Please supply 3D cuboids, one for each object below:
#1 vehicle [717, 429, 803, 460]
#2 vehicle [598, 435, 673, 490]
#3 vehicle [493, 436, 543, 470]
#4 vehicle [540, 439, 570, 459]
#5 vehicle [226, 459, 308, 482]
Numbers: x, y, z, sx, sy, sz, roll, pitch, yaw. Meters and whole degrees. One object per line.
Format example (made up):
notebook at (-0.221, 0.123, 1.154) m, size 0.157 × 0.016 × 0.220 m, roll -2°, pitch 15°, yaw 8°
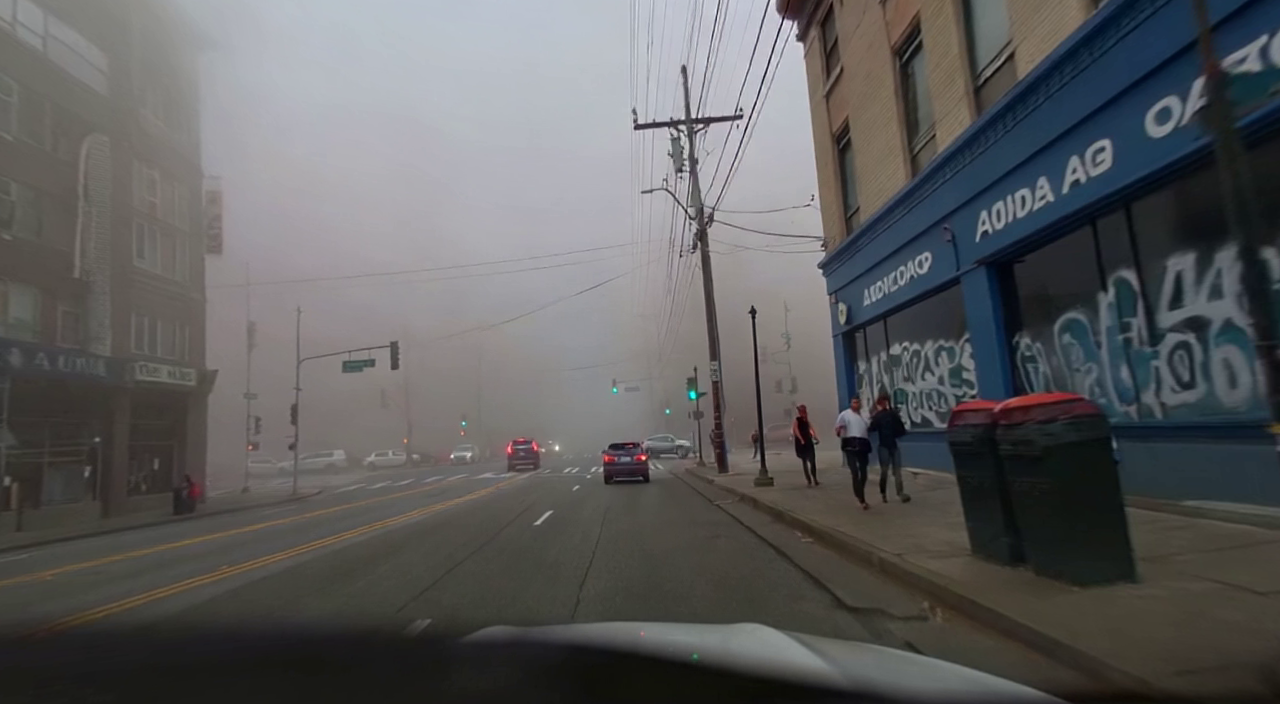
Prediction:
vehicle at (7.230, 5.575, 38.270) m, size 4.714 × 1.686 × 1.973 m, roll 0°, pitch -5°, yaw -6°
vehicle at (-0.201, 3.380, 19.660) m, size 2.059 × 1.497 × 4.260 m, roll 0°, pitch -8°, yaw -2°
vehicle at (-6.709, 5.614, 35.298) m, size 2.063 × 1.751 × 4.229 m, roll 0°, pitch -8°, yaw -2°
vehicle at (-6.384, 7.326, 47.753) m, size 2.097 × 1.457 × 4.439 m, roll 1°, pitch -8°, yaw -6°
vehicle at (-26.085, 8.261, 44.285) m, size 4.479 × 1.484 × 2.036 m, roll 0°, pitch -8°, yaw 3°
